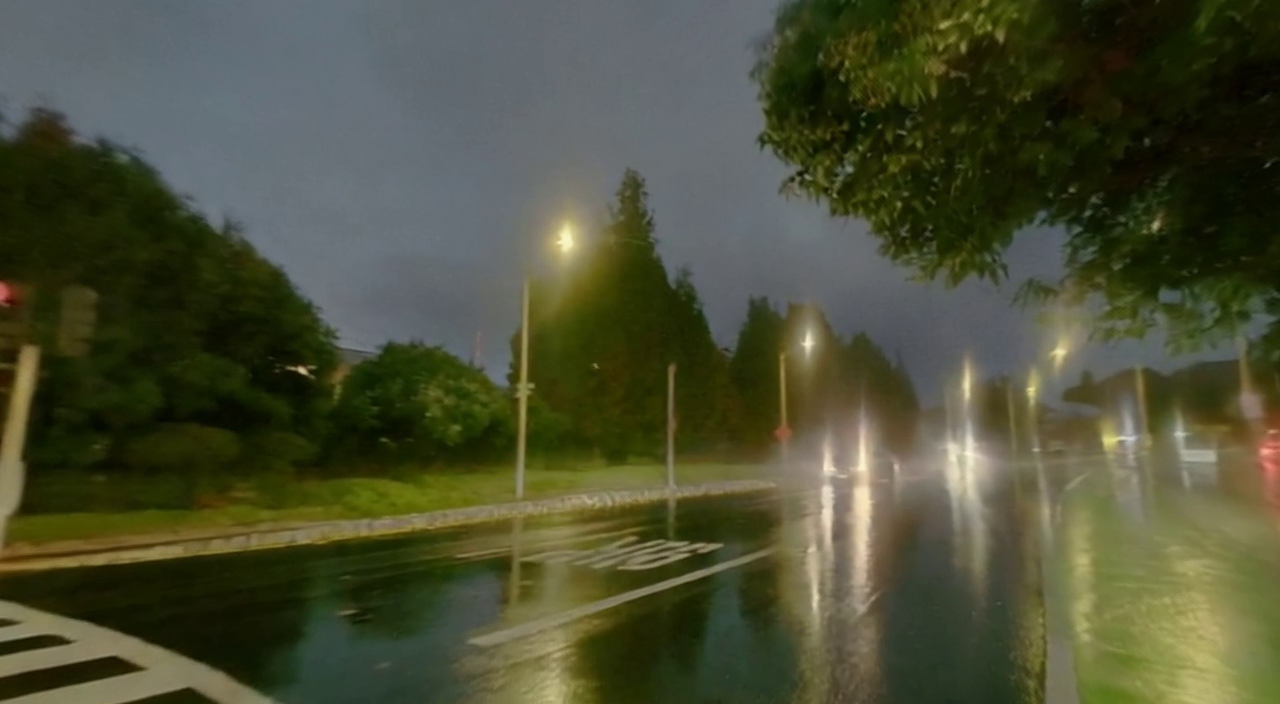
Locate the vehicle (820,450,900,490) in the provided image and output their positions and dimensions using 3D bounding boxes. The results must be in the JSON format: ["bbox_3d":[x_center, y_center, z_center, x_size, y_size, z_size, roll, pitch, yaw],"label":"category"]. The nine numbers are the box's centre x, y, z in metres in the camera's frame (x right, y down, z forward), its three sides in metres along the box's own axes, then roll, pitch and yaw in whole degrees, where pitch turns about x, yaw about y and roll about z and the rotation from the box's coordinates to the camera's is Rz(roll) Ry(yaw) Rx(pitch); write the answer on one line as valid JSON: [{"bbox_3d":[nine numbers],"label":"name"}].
[{"bbox_3d":[9.183,4.811,26.117,2.071,1.456,4.663,-6,-11,32],"label":"vehicle"}]
